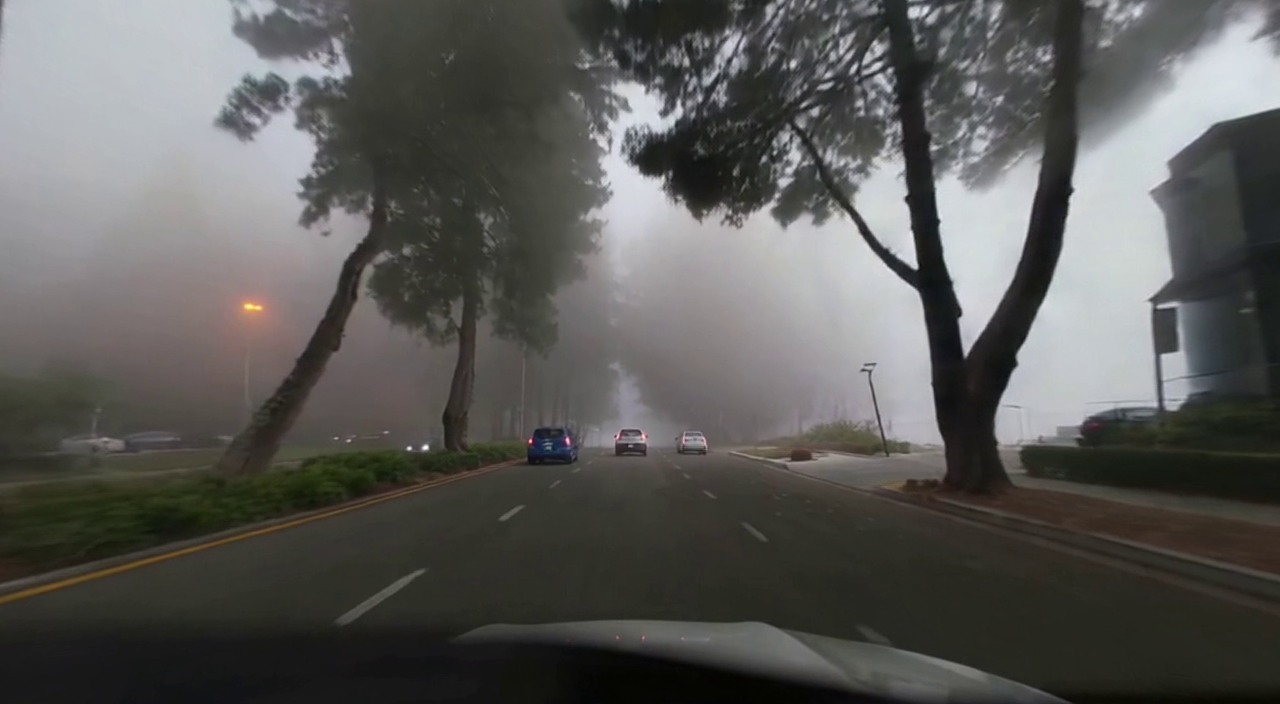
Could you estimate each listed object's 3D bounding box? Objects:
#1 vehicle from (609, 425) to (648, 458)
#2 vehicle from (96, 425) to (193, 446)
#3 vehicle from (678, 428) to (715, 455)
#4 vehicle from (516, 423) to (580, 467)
[{"bbox_3d":[-0.621,4.928,34.749,2.022,1.700,4.084,0,-8,0],"label":"vehicle"},{"bbox_3d":[-35.366,6.051,45.292,1.883,1.383,5.637,-1,-8,8],"label":"vehicle"},{"bbox_3d":[3.462,5.590,39.277,1.847,1.554,4.052,0,-8,-1],"label":"vehicle"},{"bbox_3d":[-3.806,3.958,26.911,2.047,1.710,4.314,0,-8,1],"label":"vehicle"}]
